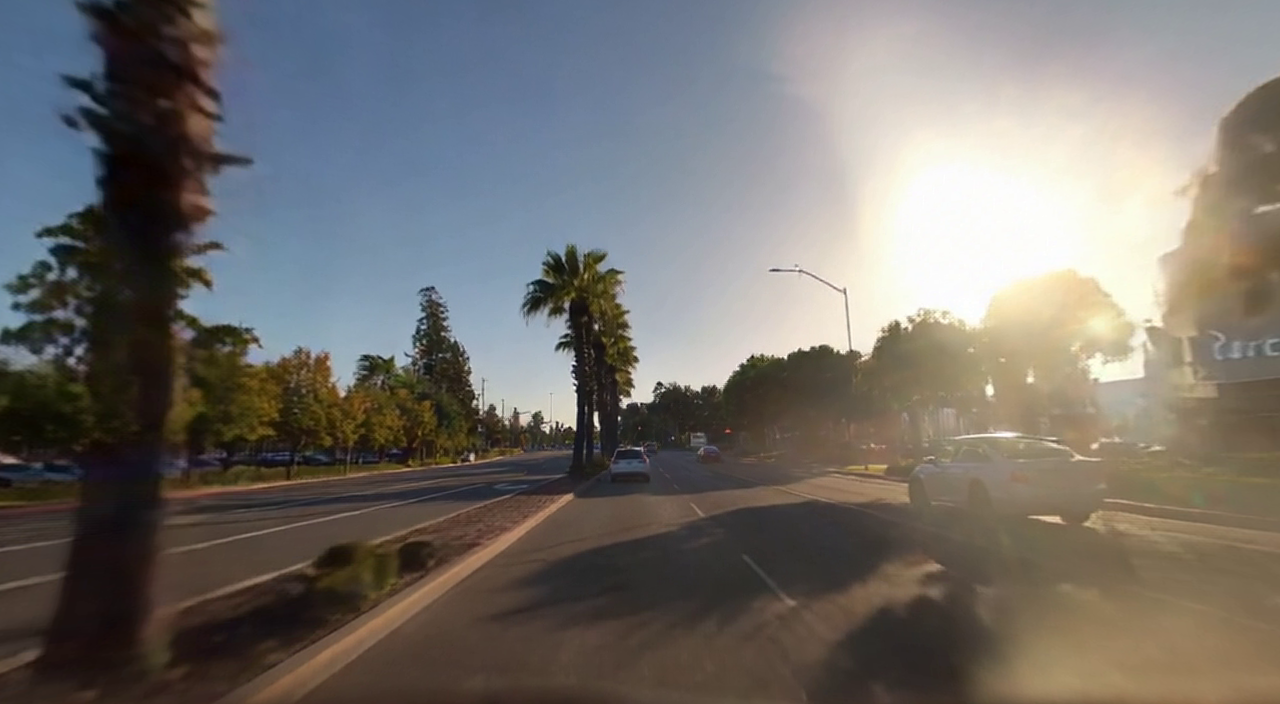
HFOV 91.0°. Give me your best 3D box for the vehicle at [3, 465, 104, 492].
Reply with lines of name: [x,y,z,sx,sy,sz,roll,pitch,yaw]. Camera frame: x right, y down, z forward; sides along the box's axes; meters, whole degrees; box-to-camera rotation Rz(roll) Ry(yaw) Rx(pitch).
vehicle: [-33.819,7.299,36.357,4.047,1.400,1.866,0,-8,3]

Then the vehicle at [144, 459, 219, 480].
vehicle: [-33.561,8.577,46.120,3.986,1.432,1.885,0,-8,0]

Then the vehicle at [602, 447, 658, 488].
vehicle: [-0.366,4.356,24.115,1.970,1.402,3.756,0,-8,0]

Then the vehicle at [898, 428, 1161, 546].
vehicle: [6.313,2.196,10.887,1.949,1.647,3.894,0,-8,-2]
